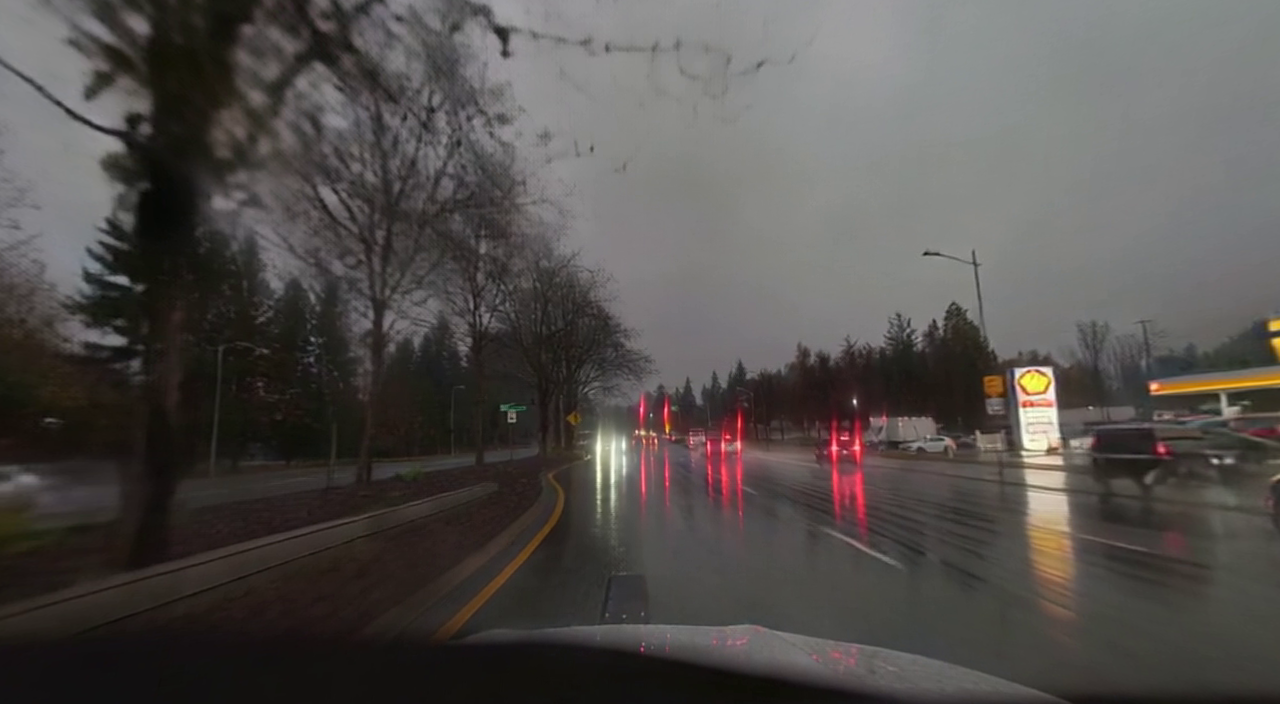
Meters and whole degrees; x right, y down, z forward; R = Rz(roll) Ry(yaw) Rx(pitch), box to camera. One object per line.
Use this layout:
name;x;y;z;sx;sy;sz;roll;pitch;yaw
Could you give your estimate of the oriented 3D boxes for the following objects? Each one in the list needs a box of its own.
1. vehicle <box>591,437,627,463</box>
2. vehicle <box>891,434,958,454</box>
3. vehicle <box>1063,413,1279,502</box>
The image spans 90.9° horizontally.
vehicle;-1.839;5.852;37.615;2.032;1.461;4.173;1;-9;-2
vehicle;21.975;7.156;48.841;1.784;1.472;4.532;5;-10;-26
vehicle;12.816;2.345;14.179;4.960;1.802;2.068;-3;-9;17
